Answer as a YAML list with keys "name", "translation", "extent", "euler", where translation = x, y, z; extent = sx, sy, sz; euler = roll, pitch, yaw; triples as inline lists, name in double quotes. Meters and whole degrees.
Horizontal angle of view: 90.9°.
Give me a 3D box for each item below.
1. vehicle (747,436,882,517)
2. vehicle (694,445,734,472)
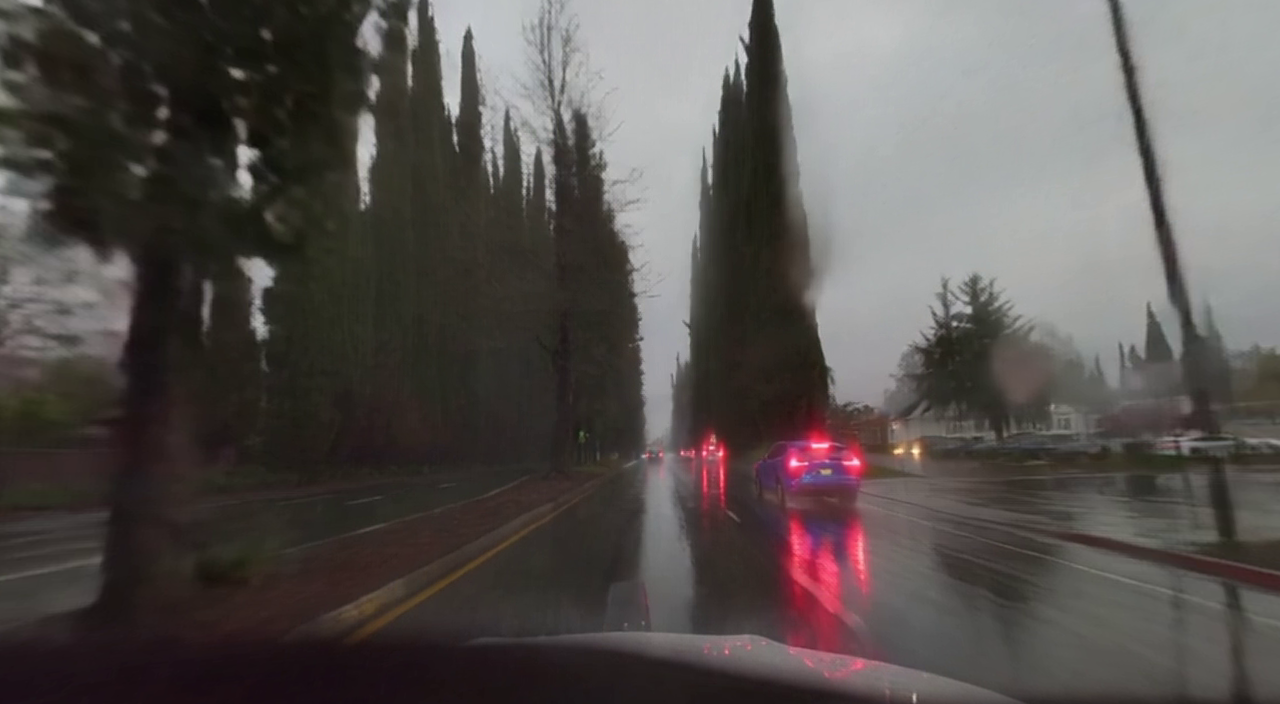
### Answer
- name: "vehicle"
  translation: [3.906, 2.842, 14.928]
  extent: [2.052, 1.639, 4.123]
  euler: [0, -8, 1]
- name: "vehicle"
  translation: [4.704, 6.821, 40.692]
  extent: [2.110, 1.666, 3.912]
  euler: [0, -8, 1]
